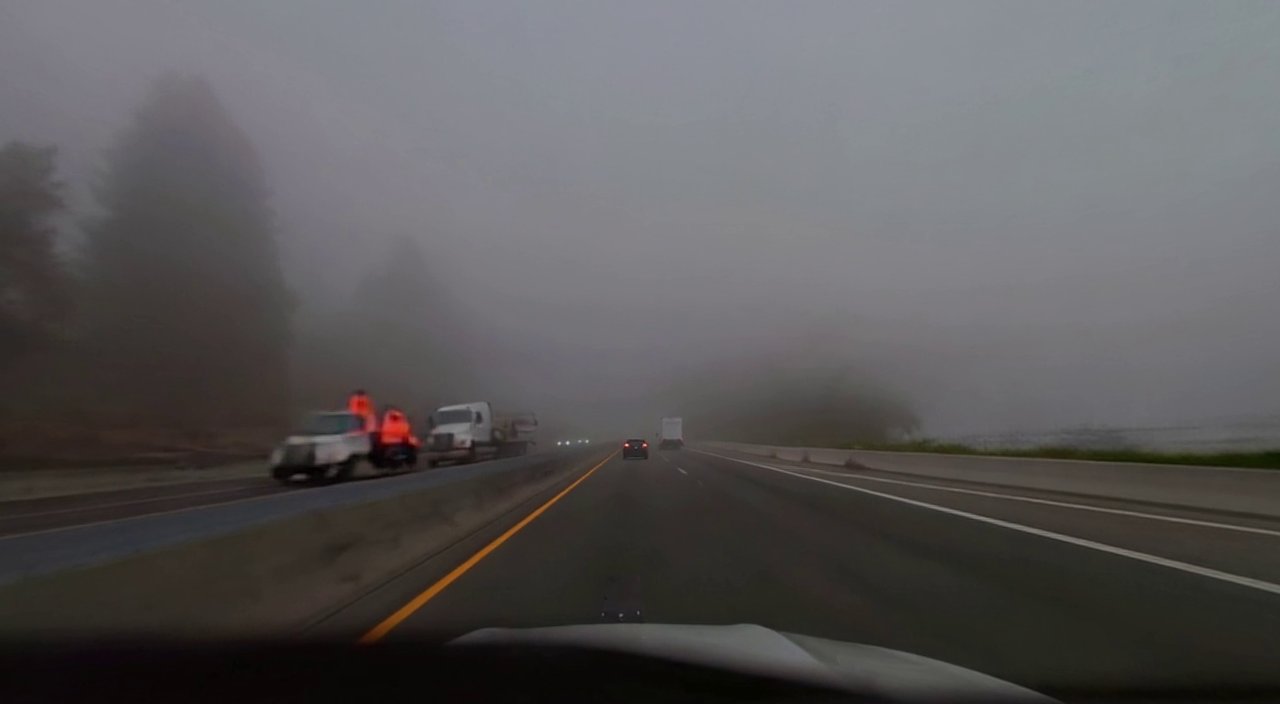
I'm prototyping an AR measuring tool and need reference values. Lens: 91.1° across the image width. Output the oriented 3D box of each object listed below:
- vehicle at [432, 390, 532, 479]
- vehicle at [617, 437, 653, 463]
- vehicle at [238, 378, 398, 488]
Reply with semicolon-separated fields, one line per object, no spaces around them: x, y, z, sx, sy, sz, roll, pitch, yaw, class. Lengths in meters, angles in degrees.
-8.403;4.636;34.976;3.129;4.014;10.246;-4;-8;-2;vehicle
-0.337;5.789;37.234;2.004;1.472;4.075;0;-8;-1;vehicle
-12.611;3.299;25.372;3.118;3.891;6.047;-1;-8;1;vehicle
